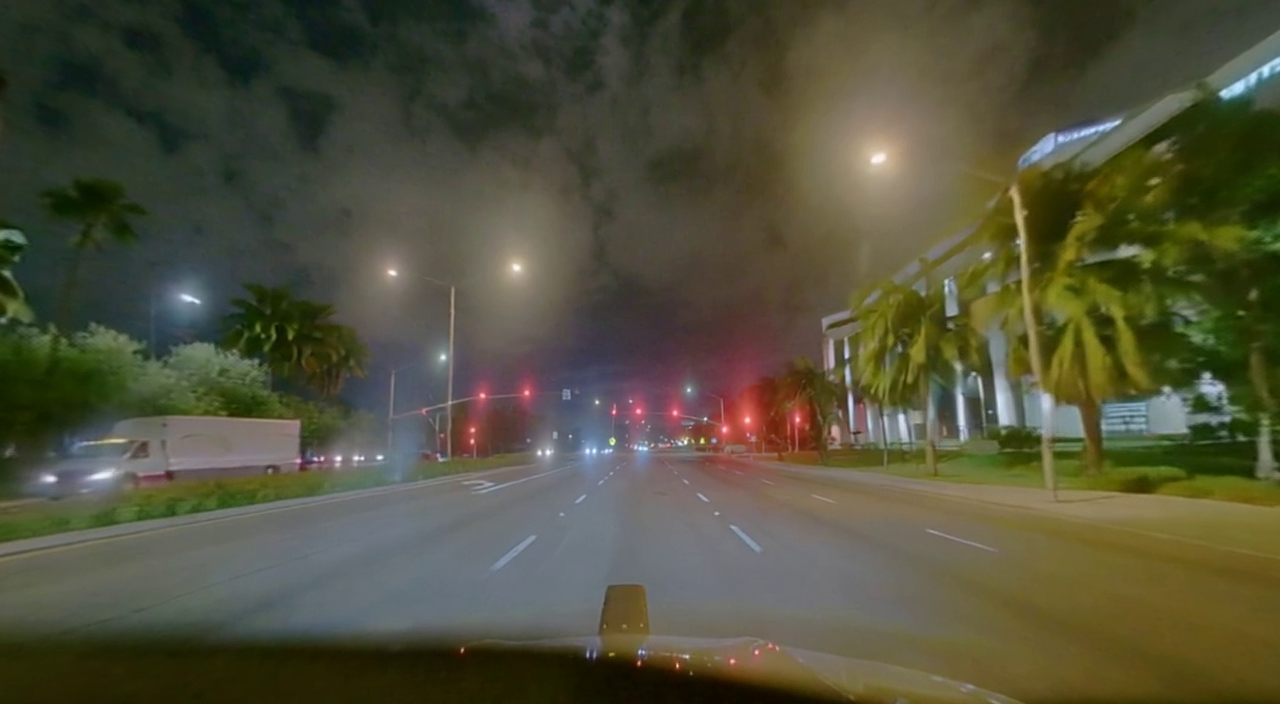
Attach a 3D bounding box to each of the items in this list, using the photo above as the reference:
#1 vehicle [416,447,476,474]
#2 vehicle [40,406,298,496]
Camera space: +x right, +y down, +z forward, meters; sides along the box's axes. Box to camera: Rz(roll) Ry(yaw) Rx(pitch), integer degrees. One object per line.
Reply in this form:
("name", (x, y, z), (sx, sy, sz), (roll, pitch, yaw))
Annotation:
("vehicle", (-11.497, 6.446, 37.718), (1.968, 1.486, 4.707), (0, -8, 2))
("vehicle", (-21.423, 4.707, 30.432), (3.013, 3.417, 12.442), (0, -8, -1))
